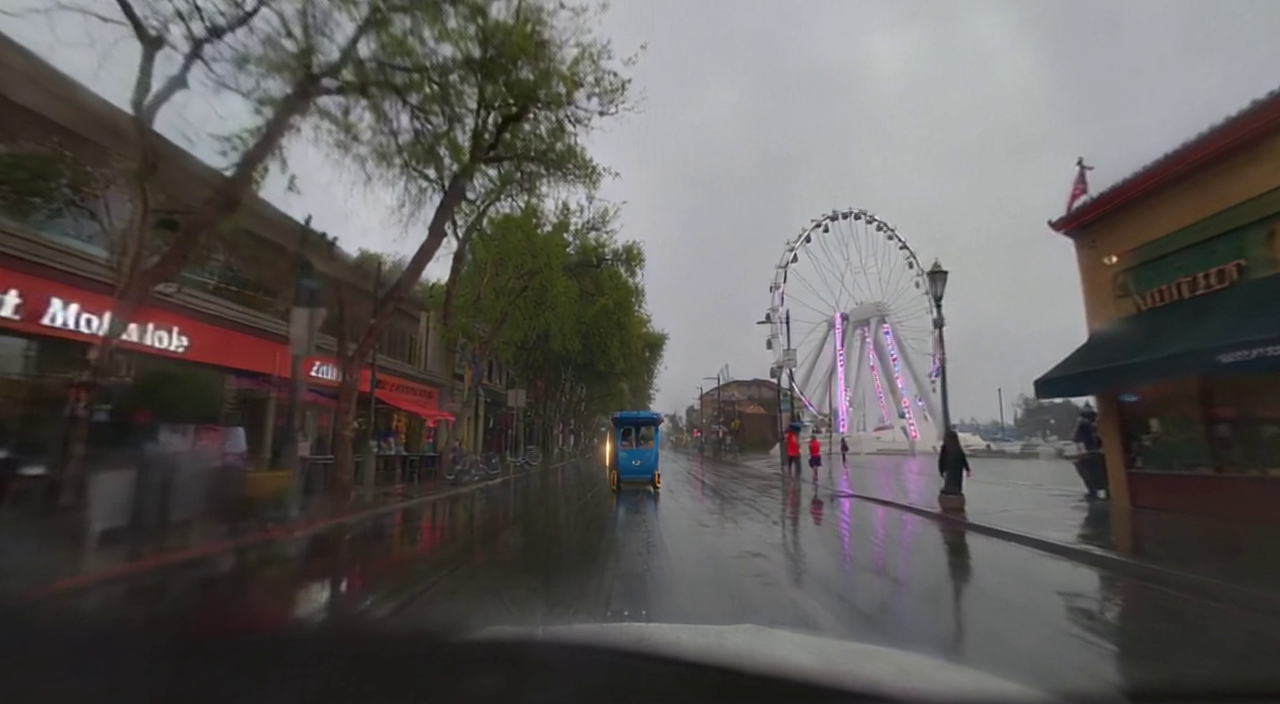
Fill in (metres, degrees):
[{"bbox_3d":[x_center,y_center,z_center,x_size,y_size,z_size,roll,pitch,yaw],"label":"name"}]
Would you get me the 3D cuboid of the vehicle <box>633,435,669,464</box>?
[{"bbox_3d":[0.706,6.447,41.621,2.221,1.773,4.228,0,-9,1],"label":"vehicle"}]
